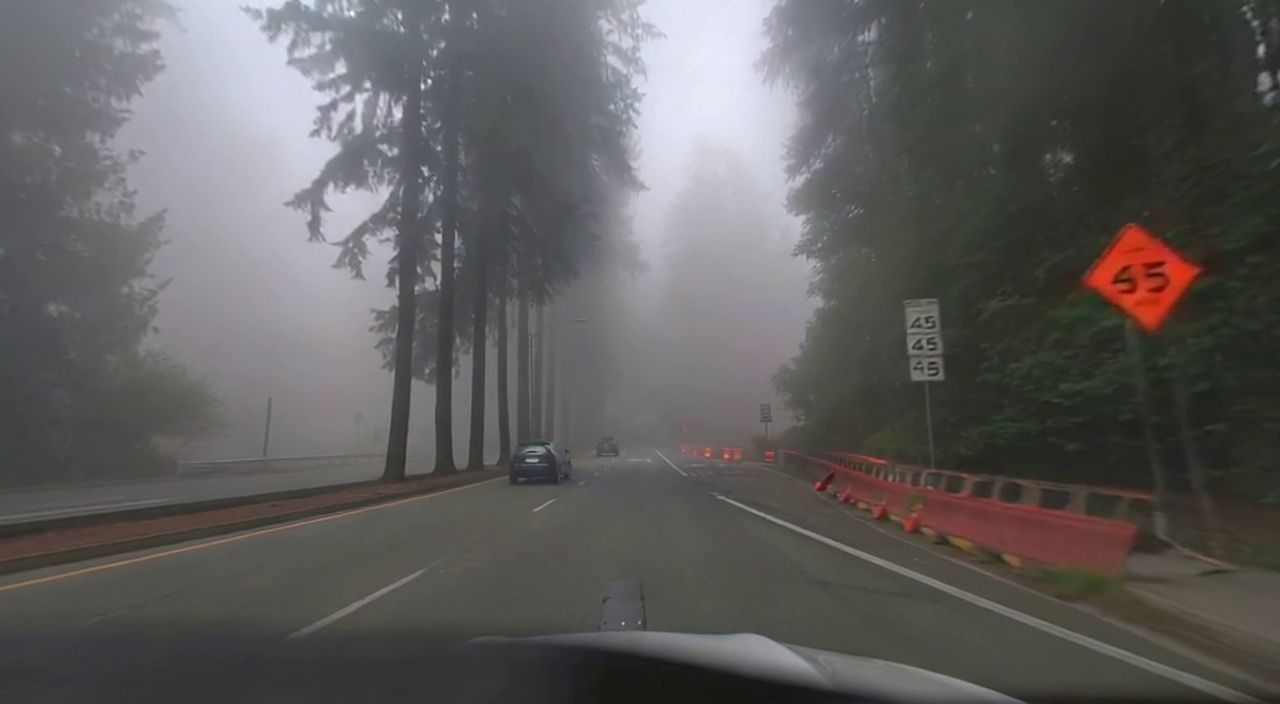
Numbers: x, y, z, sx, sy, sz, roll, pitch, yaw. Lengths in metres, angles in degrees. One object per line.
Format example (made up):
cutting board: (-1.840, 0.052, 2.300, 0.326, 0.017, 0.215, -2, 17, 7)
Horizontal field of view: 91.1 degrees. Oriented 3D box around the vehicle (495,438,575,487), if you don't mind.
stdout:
vehicle: (-3.527, 3.762, 21.796, 2.029, 1.511, 3.922, -1, -8, 1)
